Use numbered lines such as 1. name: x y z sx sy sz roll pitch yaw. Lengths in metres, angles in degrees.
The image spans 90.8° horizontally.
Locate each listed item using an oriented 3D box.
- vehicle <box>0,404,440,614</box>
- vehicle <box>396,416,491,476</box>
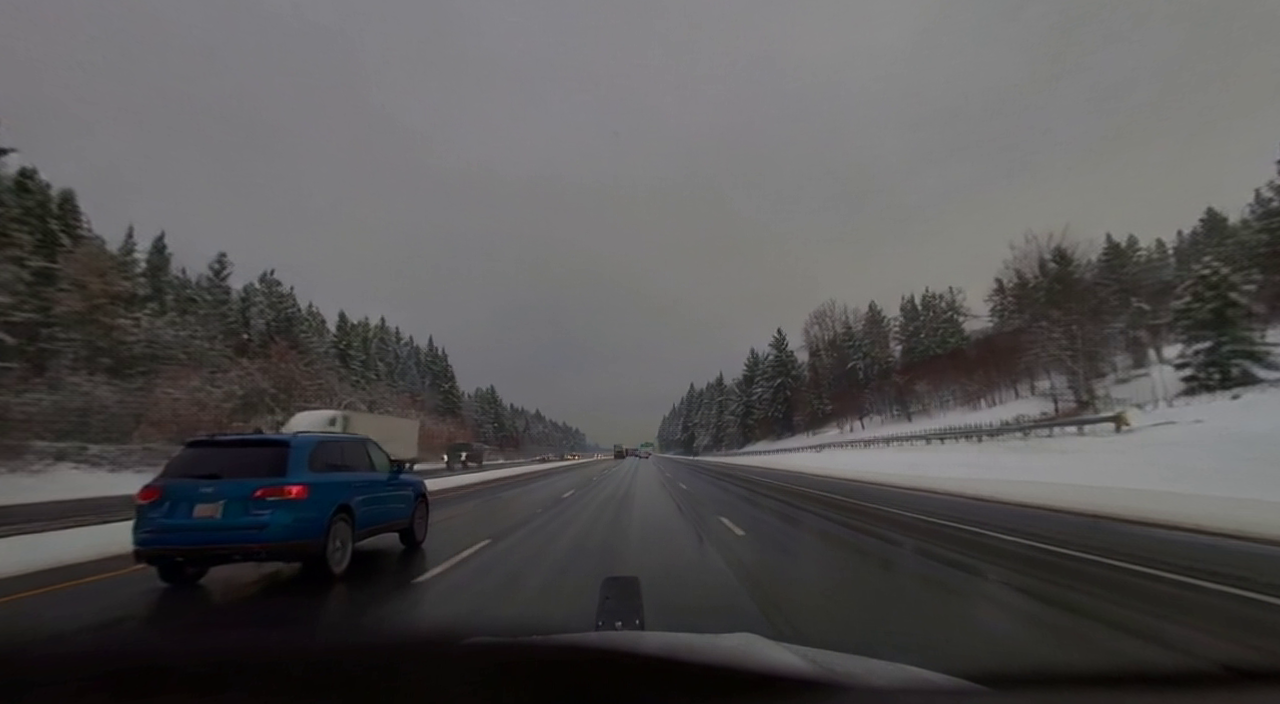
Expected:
1. vehicle: -4.250 1.649 7.626 2.110 1.727 4.607 0 -8 0
2. vehicle: -12.753 6.281 42.222 2.933 3.457 10.136 0 -9 1
